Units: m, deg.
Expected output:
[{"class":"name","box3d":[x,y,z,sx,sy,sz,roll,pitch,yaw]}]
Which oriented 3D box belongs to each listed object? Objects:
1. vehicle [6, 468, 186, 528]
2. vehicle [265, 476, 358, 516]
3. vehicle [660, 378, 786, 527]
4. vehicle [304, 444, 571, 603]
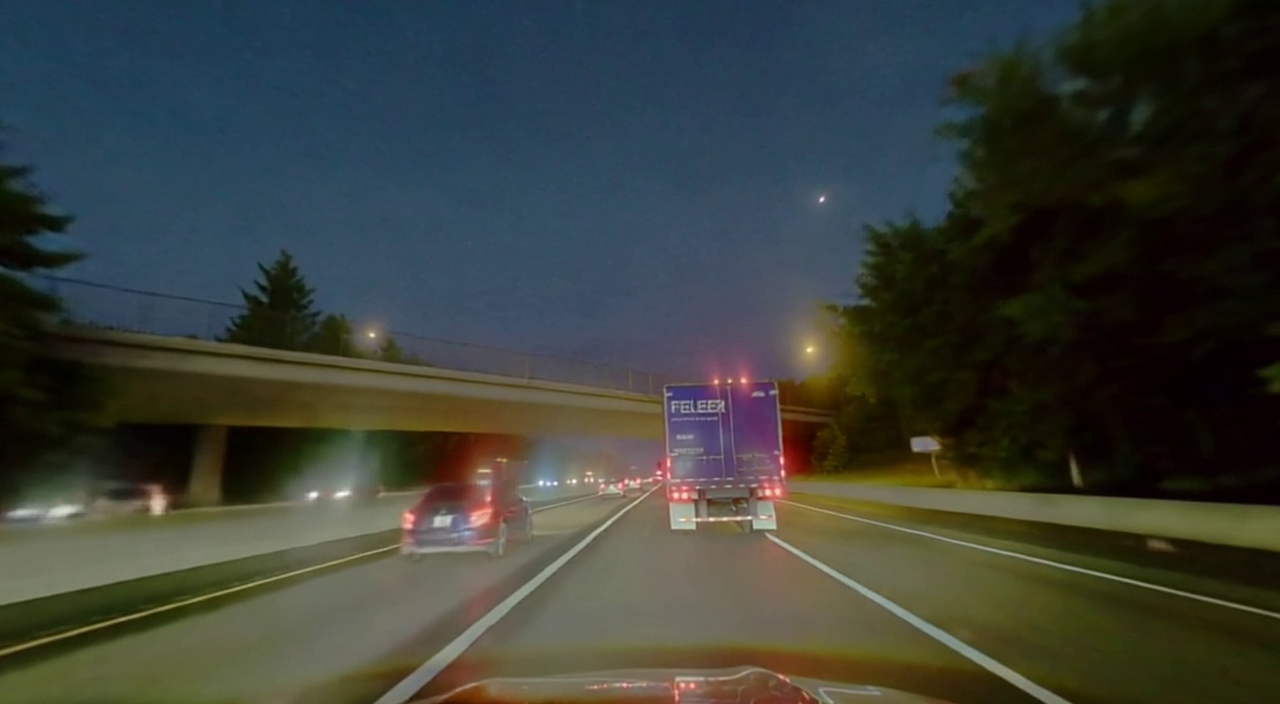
[{"class":"vehicle","box3d":[-19.923,5.319,23.489,2.137,1.935,4.886,0,-10,2]},{"class":"vehicle","box3d":[-14.986,6.566,29.058,1.905,1.629,4.146,0,-10,1]},{"class":"vehicle","box3d":[2.298,3.453,21.149,2.980,3.834,9.423,1,-10,0]},{"class":"vehicle","box3d":[-2.461,2.298,9.284,2.124,1.653,4.857,0,-10,2]}]
